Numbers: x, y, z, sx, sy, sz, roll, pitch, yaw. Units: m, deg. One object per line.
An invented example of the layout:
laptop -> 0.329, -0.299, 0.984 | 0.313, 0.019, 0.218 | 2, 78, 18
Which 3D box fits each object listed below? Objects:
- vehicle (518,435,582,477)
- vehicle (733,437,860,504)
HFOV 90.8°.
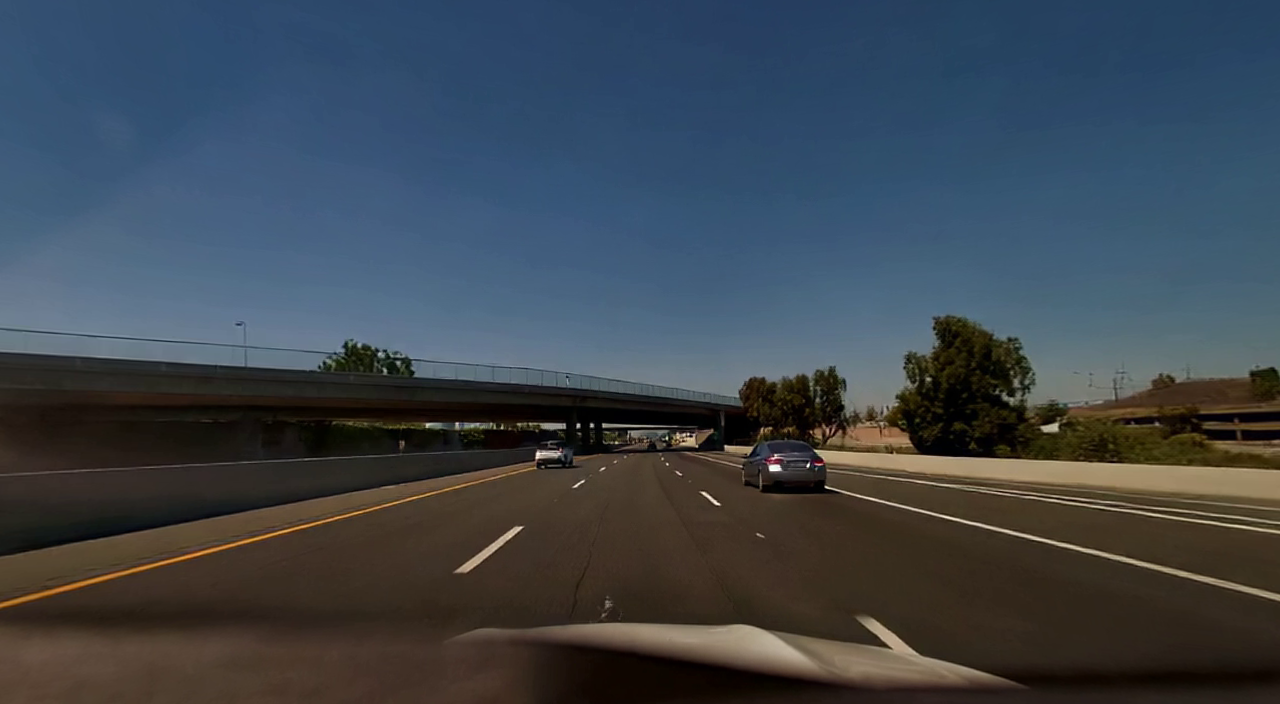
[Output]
vehicle -> -3.754, 4.444, 27.205 | 2.048, 1.618, 4.424 | 0, -8, 1
vehicle -> 3.836, 2.972, 16.342 | 2.060, 1.485, 4.274 | 0, -8, -2
